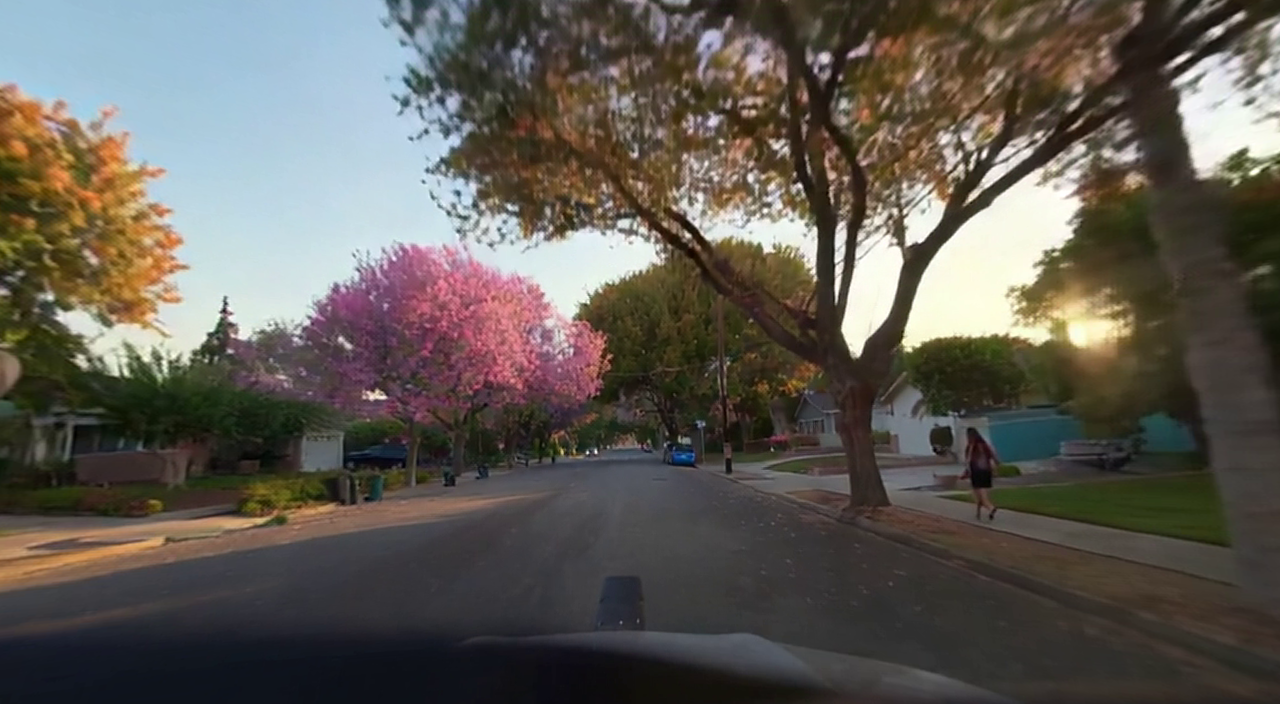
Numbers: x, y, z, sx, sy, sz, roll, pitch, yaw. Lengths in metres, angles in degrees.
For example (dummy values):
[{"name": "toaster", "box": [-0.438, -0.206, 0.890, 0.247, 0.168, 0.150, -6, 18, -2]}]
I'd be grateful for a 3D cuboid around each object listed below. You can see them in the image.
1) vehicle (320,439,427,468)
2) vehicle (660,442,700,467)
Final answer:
[{"name": "vehicle", "box": [-17.114, 6.566, 40.810, 5.902, 1.796, 2.183, 0, -8, -2]}, {"name": "vehicle", "box": [2.377, 6.250, 38.758, 2.022, 1.455, 4.406, 0, -8, -2]}]
